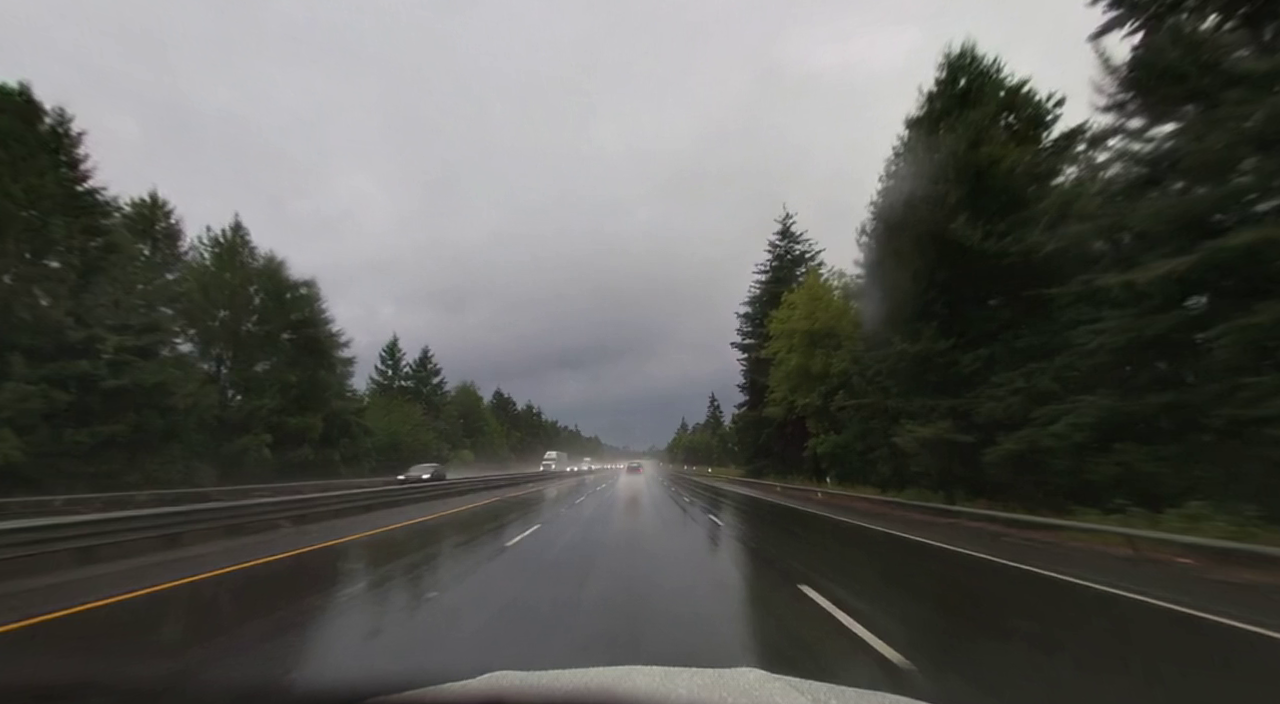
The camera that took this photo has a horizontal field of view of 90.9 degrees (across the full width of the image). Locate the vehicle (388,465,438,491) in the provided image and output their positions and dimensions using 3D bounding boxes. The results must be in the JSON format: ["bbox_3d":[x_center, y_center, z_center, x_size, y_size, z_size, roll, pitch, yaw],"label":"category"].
[{"bbox_3d":[-12.883,7.157,35.959,1.670,1.378,3.363,-1,-10,-1],"label":"vehicle"}]

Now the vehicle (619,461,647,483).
[{"bbox_3d":[-0.530,9.337,49.000,2.065,1.633,4.130,1,-11,-1],"label":"vehicle"}]
